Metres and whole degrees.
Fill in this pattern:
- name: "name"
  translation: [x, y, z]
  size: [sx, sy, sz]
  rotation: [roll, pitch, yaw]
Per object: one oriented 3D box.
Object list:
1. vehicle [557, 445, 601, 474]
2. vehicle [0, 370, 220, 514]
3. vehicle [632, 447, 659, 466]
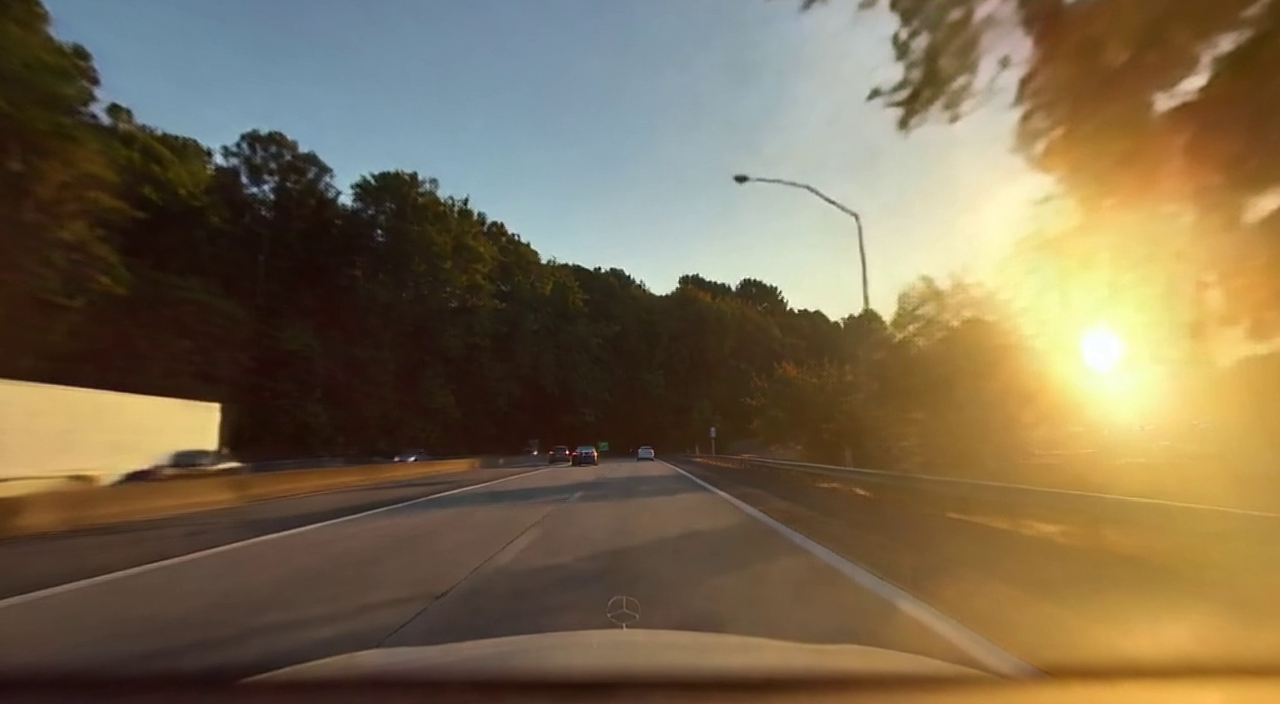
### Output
- name: "vehicle"
  translation: [-3.332, 5.972, 35.314]
  size: [2.112, 1.498, 4.117]
  rotation: [0, -9, -1]
- name: "vehicle"
  translation: [-19.103, 2.786, 19.298]
  size: [2.881, 3.904, 14.146]
  rotation: [0, -9, -1]
- name: "vehicle"
  translation: [0.391, 7.966, 48.109]
  size: [1.989, 1.402, 3.831]
  rotation: [0, -9, -1]
